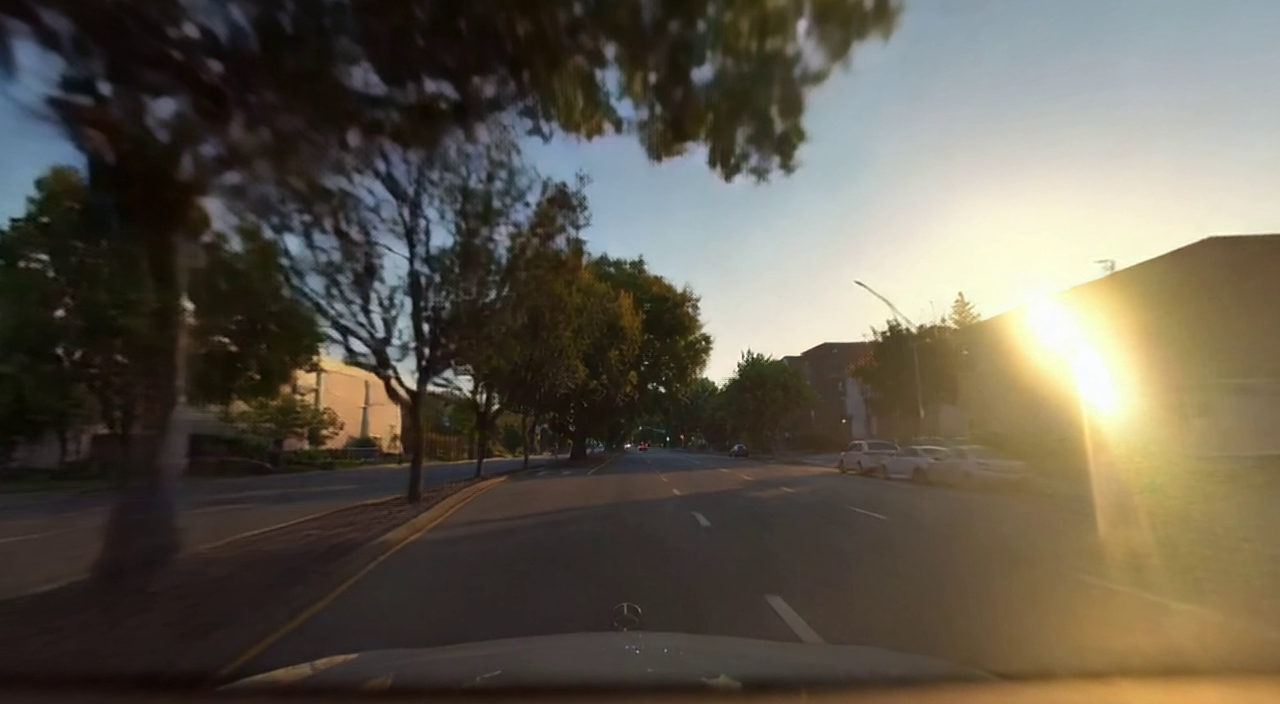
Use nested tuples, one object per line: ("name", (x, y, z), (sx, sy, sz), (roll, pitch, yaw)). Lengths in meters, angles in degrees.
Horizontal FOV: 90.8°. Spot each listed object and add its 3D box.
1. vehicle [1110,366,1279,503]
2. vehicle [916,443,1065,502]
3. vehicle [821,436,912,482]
("vehicle", (17.075, 2.171, 16.678), (6.927, 3.298, 2.751), (0, -9, 0))
("vehicle", (10.291, 3.537, 18.979), (1.931, 1.565, 4.043), (1, -9, -4))
("vehicle", (9.984, 4.734, 28.319), (2.092, 1.848, 4.879), (0, -9, -2))
